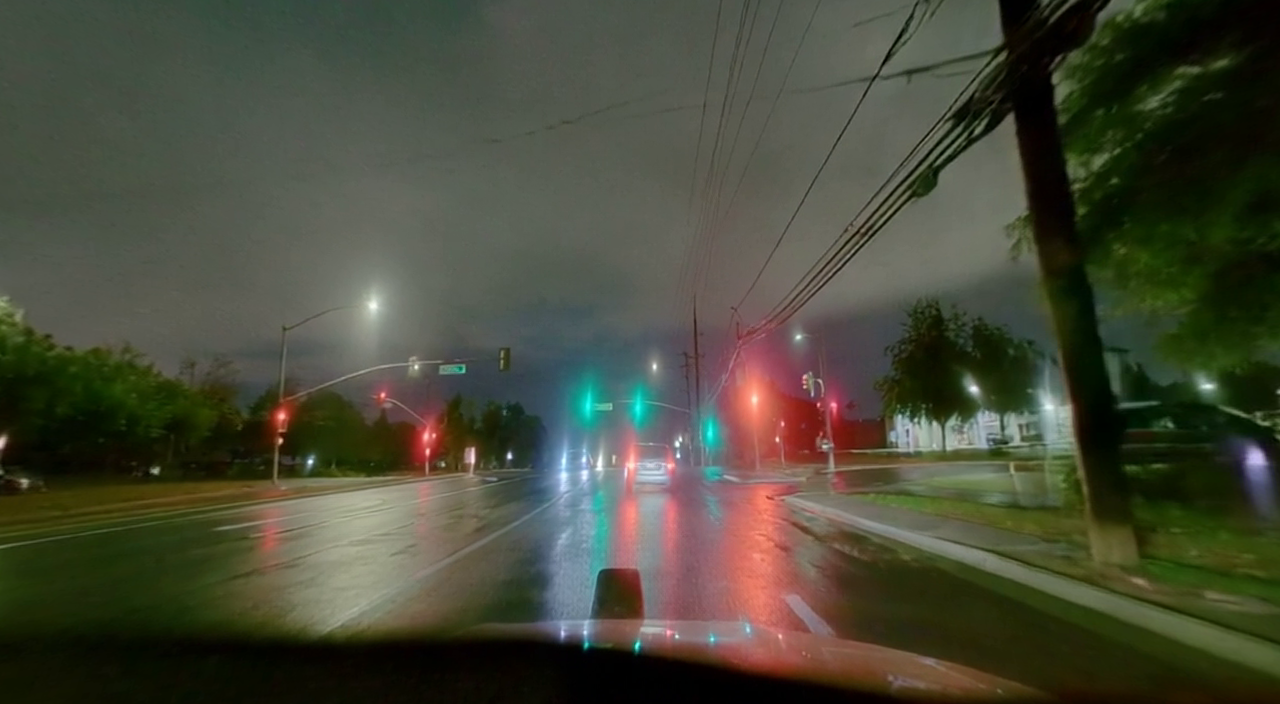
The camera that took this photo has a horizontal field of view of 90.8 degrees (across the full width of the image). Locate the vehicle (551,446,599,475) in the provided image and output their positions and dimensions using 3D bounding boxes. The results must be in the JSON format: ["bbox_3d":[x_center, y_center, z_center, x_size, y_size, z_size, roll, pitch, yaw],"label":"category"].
[{"bbox_3d":[-3.574,6.041,35.374,2.153,1.474,4.284,0,-9,1],"label":"vehicle"}]

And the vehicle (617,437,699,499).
[{"bbox_3d":[0.503,3.366,18.686,2.156,1.636,3.923,0,-9,1],"label":"vehicle"}]

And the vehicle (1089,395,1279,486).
[{"bbox_3d":[14.350,2.255,16.019,2.225,1.922,5.243,-1,-9,3],"label":"vehicle"}]

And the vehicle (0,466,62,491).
[{"bbox_3d":[-43.589,8.737,43.710,5.149,1.515,1.942,2,-10,-1],"label":"vehicle"}]
